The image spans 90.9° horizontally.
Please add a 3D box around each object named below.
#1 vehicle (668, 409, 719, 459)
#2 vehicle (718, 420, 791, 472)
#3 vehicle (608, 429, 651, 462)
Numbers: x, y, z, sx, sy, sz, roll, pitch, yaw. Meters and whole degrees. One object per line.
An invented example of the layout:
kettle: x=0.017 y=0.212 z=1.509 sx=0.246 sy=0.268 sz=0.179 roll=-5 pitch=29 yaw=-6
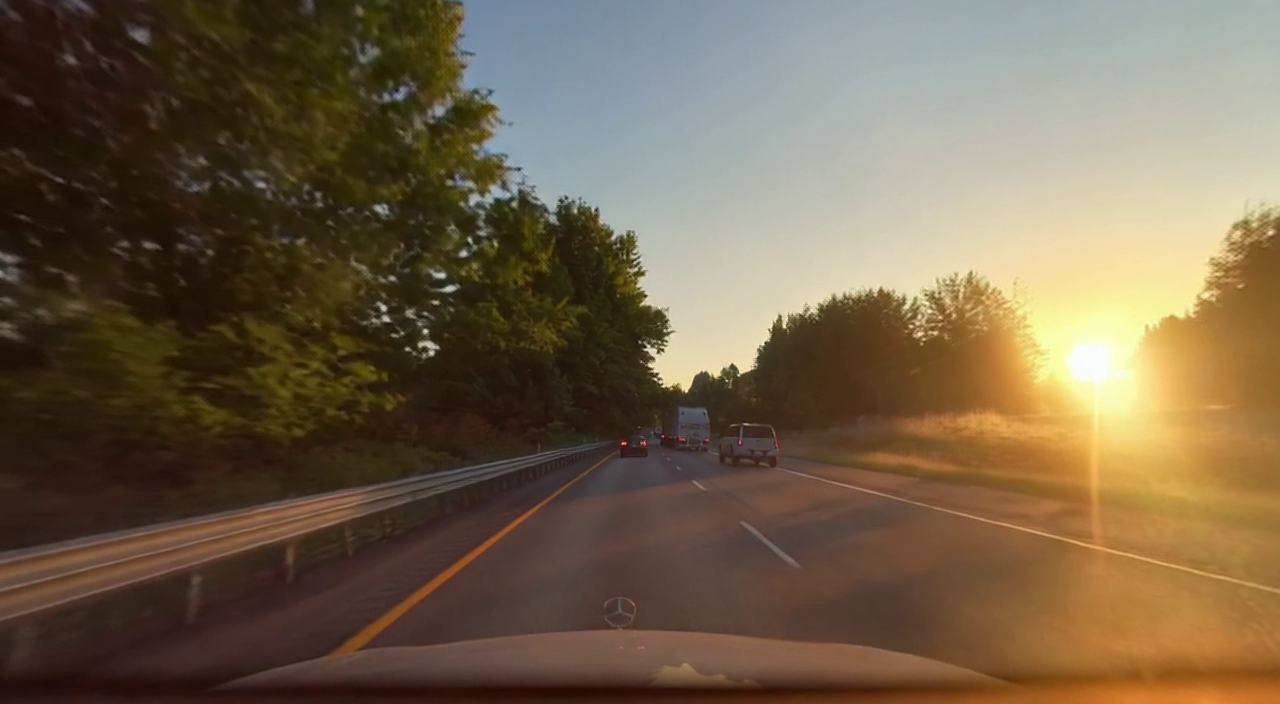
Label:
vehicle: x=3.520 y=5.576 z=43.023 sx=2.728 sy=3.053 sz=7.708 roll=0 pitch=-7 yaw=0
vehicle: x=4.506 y=3.764 z=25.436 sx=2.073 sy=1.905 sz=4.023 roll=0 pitch=-7 yaw=-1
vehicle: x=-0.586 y=5.076 z=34.402 sx=2.206 sy=1.681 sz=4.111 roll=0 pitch=-7 yaw=-1
